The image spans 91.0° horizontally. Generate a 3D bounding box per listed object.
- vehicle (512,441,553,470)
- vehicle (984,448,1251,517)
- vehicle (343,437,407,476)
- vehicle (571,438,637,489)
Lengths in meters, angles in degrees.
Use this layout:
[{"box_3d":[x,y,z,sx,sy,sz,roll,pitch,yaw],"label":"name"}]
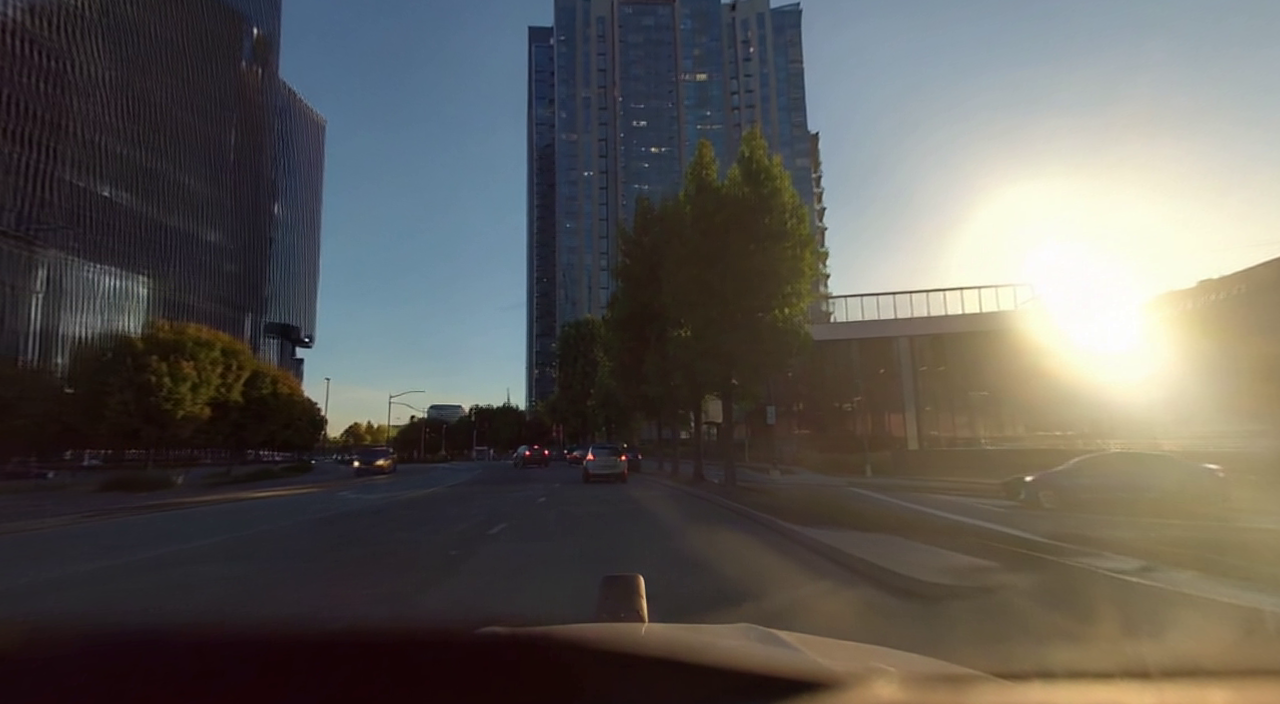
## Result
[{"box_3d":[-6.825,6.474,39.624,2.121,1.728,4.161,2,-9,-14],"label":"vehicle"},{"box_3d":[11.359,3.117,15.367,4.645,1.505,2.100,-1,-9,8],"label":"vehicle"},{"box_3d":[-15.525,6.245,37.204,2.334,1.945,5.298,6,-13,-11],"label":"vehicle"},{"box_3d":[-1.244,4.026,23.145,2.183,1.675,4.319,0,-9,-1],"label":"vehicle"}]
